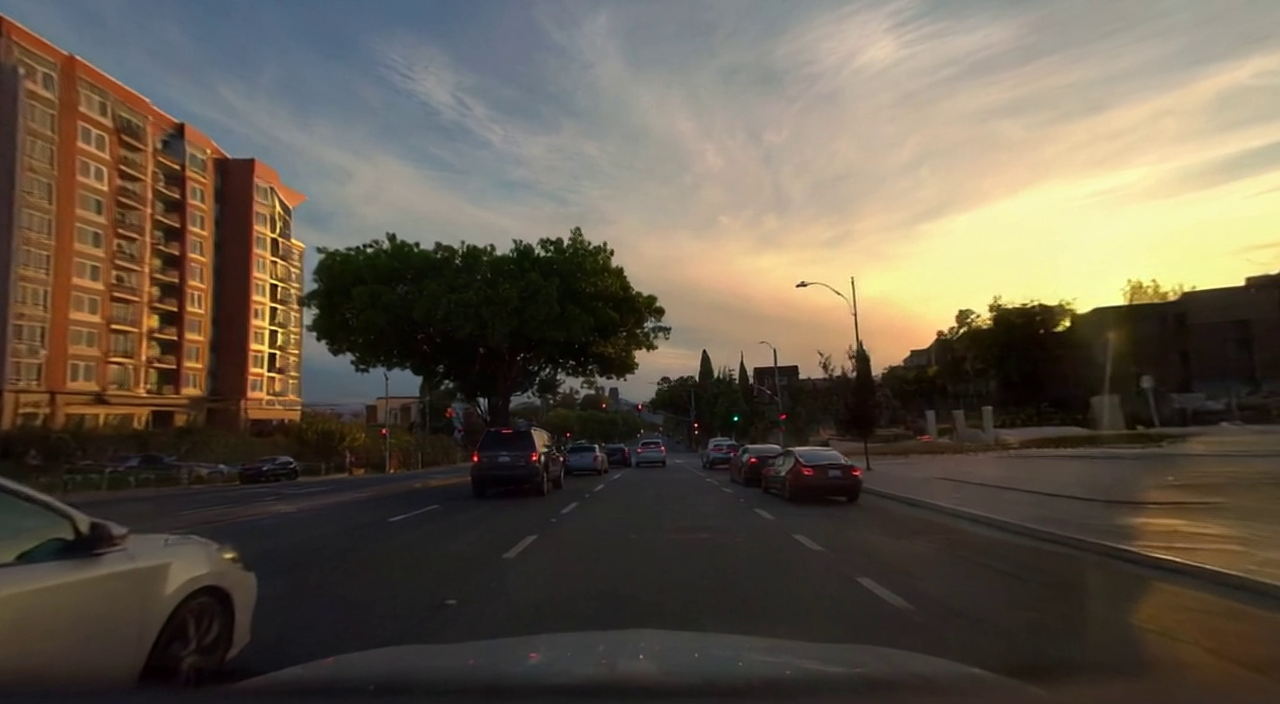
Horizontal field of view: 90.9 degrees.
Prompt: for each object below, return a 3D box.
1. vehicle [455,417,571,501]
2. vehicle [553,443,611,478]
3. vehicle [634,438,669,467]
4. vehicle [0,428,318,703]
[{"bbox_3d":[-3.305,2.912,17.429,2.152,1.987,4.527,0,-9,1],"label":"vehicle"},{"bbox_3d":[-2.588,4.973,29.236,2.246,1.481,4.146,0,-9,0],"label":"vehicle"},{"bbox_3d":[0.760,6.672,41.938,2.194,1.779,3.996,0,-9,0],"label":"vehicle"},{"bbox_3d":[-2.856,0.880,1.475,1.959,1.406,4.272,0,-9,0],"label":"vehicle"}]
